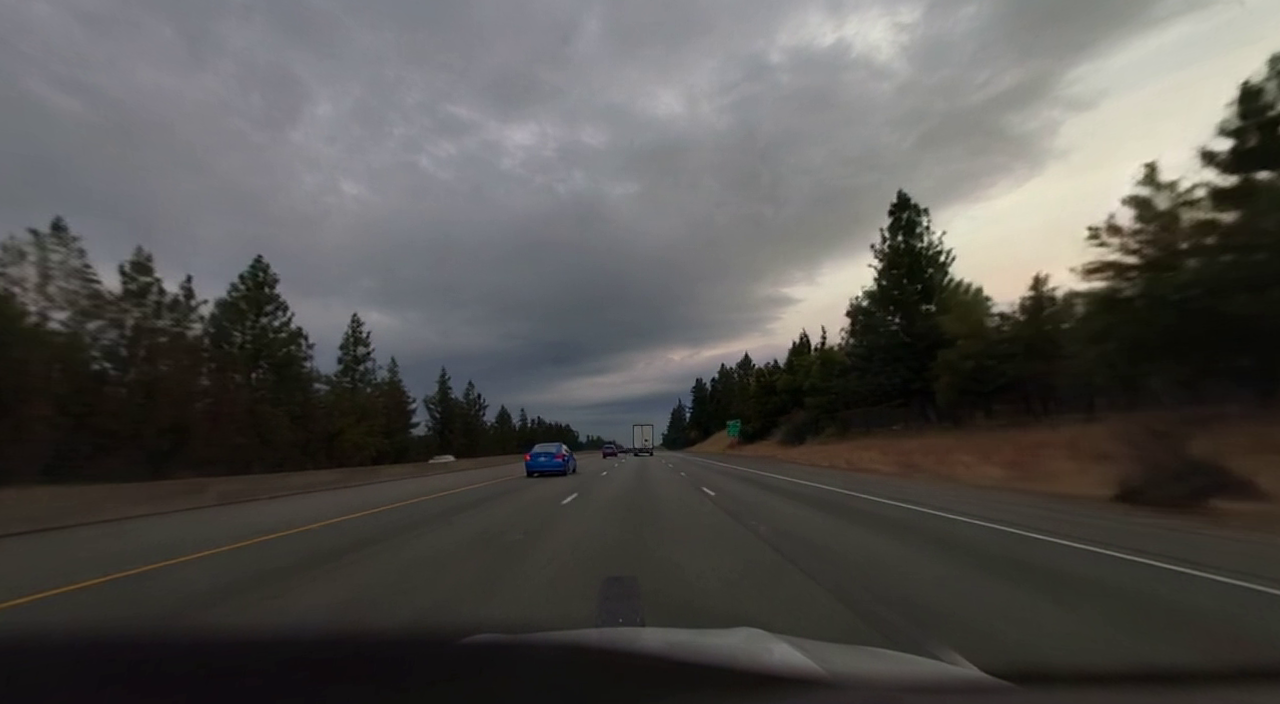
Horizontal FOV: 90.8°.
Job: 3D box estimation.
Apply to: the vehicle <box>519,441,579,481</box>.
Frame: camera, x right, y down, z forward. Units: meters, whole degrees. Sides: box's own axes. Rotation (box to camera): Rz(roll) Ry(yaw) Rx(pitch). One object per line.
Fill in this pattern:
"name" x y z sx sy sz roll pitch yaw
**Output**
"vehicle" -3.820 4.658 27.099 2.018 1.548 3.849 0 -9 0
